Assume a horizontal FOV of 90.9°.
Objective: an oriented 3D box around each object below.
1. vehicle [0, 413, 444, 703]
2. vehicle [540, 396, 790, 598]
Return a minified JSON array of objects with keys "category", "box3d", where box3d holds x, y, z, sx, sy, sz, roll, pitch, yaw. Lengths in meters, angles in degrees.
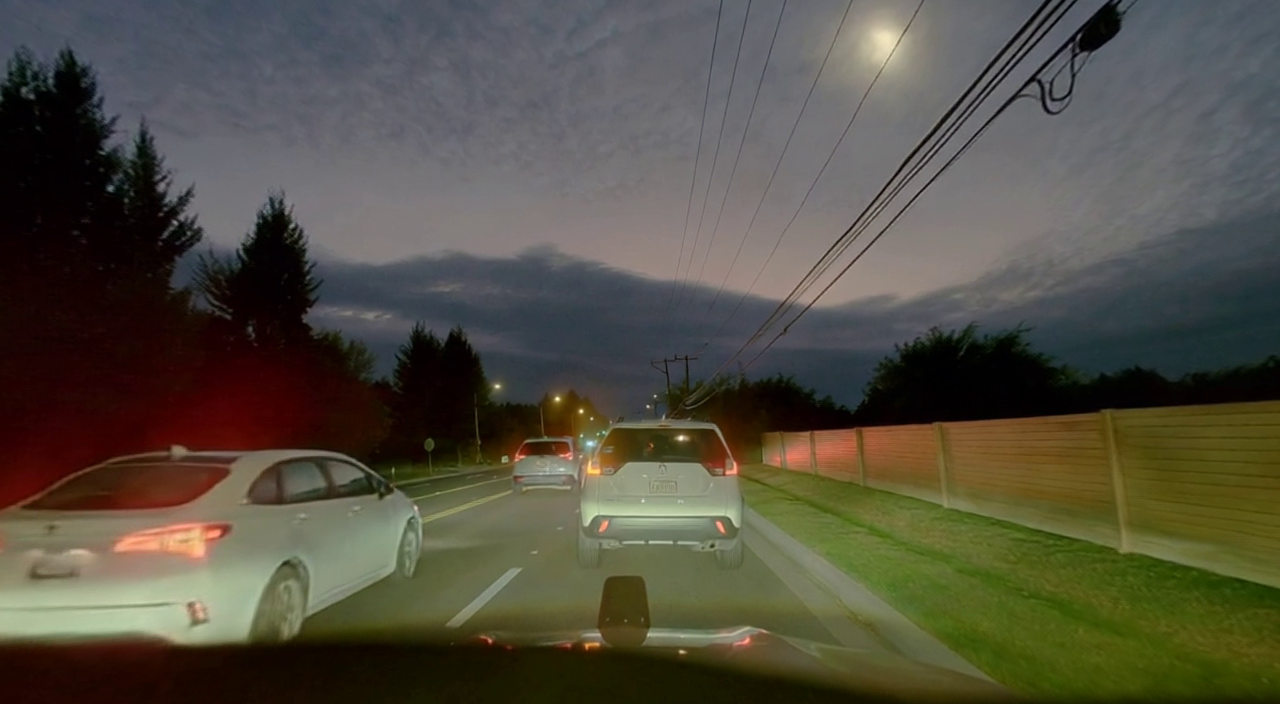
[{"category":"vehicle","box3d":[-3.114,1.303,4.614,1.979,1.489,4.006,0,-9,1]},{"category":"vehicle","box3d":[0.214,1.575,7.633,2.174,1.749,4.113,0,-9,0]}]
